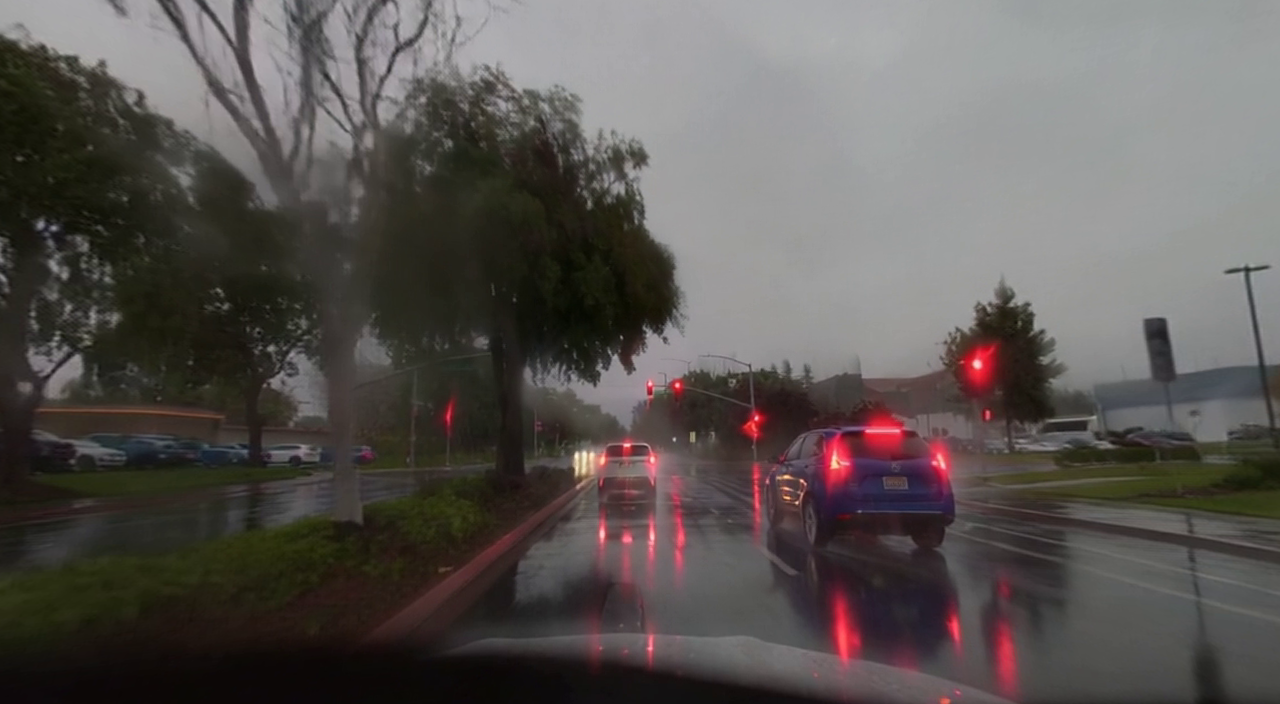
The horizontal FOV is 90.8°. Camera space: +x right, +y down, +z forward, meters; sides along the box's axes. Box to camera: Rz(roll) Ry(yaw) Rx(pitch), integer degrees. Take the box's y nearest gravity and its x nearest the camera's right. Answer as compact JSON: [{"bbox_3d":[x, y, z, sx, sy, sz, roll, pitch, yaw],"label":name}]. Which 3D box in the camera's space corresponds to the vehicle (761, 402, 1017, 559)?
[{"bbox_3d":[3.257,1.794,9.439,2.046,1.768,4.370,0,-9,0],"label":"vehicle"}]

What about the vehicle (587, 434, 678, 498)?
[{"bbox_3d":[-0.183,3.095,17.573,2.177,1.512,4.682,0,-9,0],"label":"vehicle"}]

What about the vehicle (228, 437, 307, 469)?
[{"bbox_3d":[-28.465,7.728,48.282,4.943,2.110,2.217,3,-11,-36],"label":"vehicle"}]

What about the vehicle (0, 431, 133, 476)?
[{"bbox_3d":[-28.722,5.027,31.420,4.957,2.108,2.246,5,-10,-29],"label":"vehicle"}]
